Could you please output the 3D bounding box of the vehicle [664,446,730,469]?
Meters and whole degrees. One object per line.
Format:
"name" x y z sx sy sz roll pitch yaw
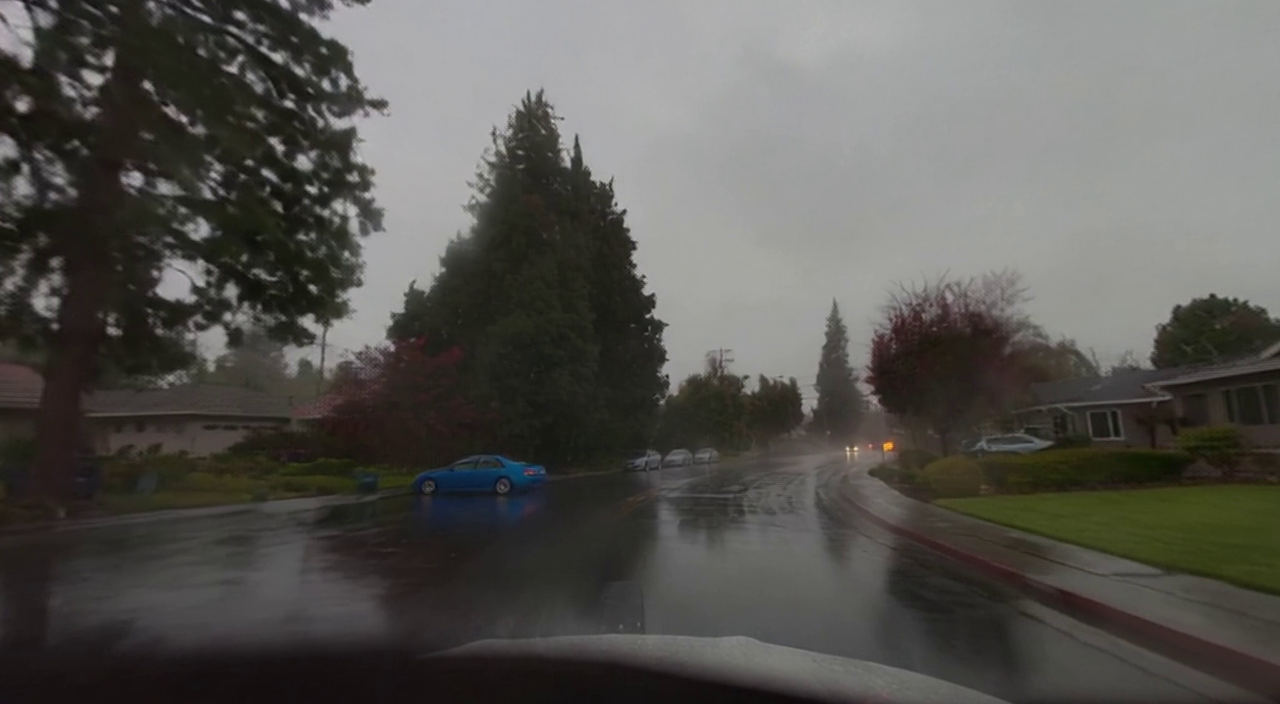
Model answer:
"vehicle" 4.422 8.178 49.082 4.692 1.660 1.879 -3 -9 21

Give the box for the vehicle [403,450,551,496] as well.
"vehicle" -5.670 4.211 22.265 4.653 1.480 1.871 -2 -9 10
